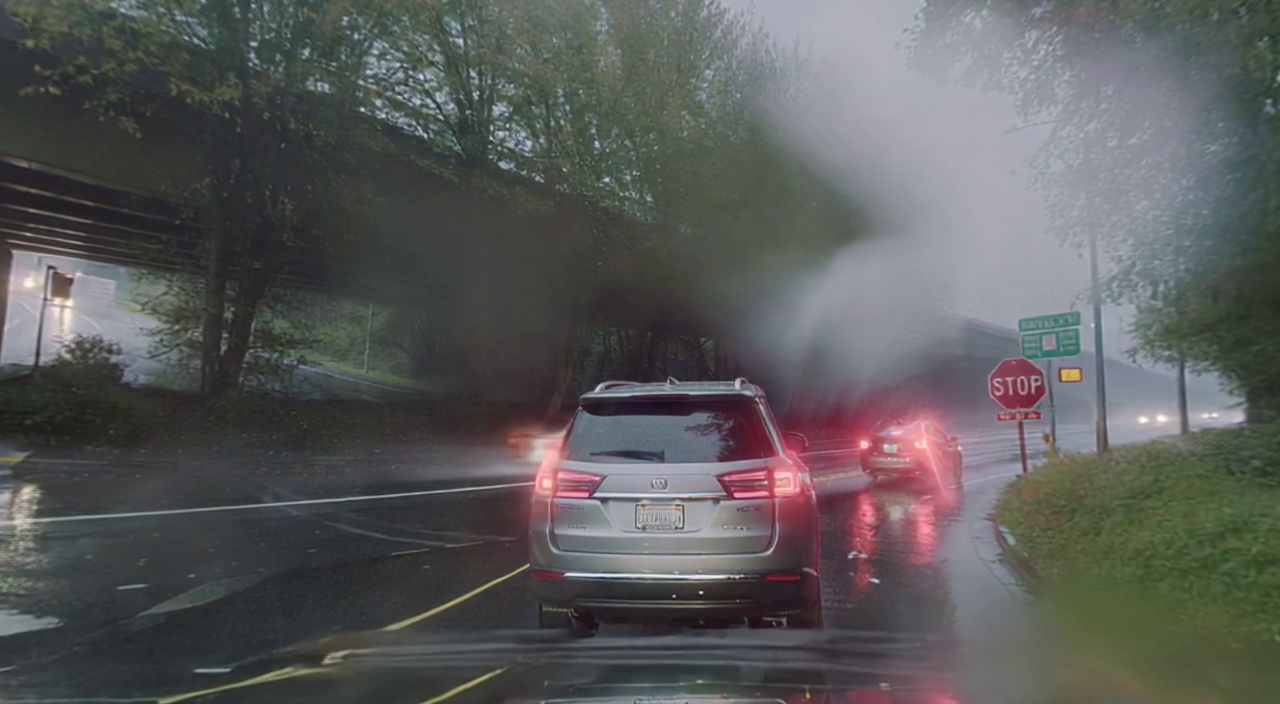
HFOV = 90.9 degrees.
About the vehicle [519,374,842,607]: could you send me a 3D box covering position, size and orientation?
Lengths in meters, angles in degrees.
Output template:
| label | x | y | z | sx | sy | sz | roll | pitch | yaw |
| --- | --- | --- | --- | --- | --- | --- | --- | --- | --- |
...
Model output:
| label | x | y | z | sx | sy | sz | roll | pitch | yaw |
| --- | --- | --- | --- | --- | --- | --- | --- | --- | --- |
| vehicle | 0.312 | 1.399 | 7.148 | 2.494 | 1.804 | 4.336 | 0 | -9 | 0 |
